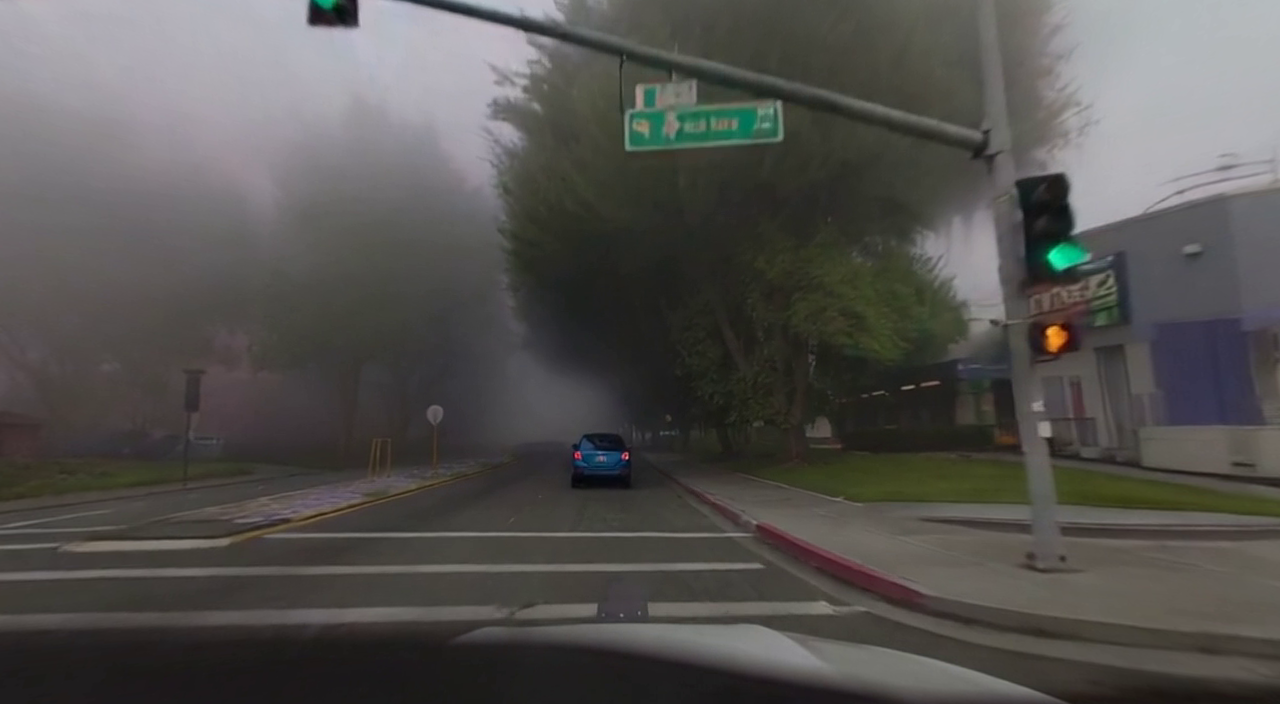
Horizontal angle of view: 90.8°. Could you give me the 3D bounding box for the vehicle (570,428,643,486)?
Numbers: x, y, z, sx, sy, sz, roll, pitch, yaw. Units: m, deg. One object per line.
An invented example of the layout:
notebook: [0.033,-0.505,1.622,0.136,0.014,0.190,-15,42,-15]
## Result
vehicle: [-1.106,3.488,21.298,2.227,1.733,3.930,0,-8,-3]

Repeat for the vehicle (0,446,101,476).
vehicle: [-34.581,6.330,36.782,4.369,1.669,2.018,0,-8,-4]
